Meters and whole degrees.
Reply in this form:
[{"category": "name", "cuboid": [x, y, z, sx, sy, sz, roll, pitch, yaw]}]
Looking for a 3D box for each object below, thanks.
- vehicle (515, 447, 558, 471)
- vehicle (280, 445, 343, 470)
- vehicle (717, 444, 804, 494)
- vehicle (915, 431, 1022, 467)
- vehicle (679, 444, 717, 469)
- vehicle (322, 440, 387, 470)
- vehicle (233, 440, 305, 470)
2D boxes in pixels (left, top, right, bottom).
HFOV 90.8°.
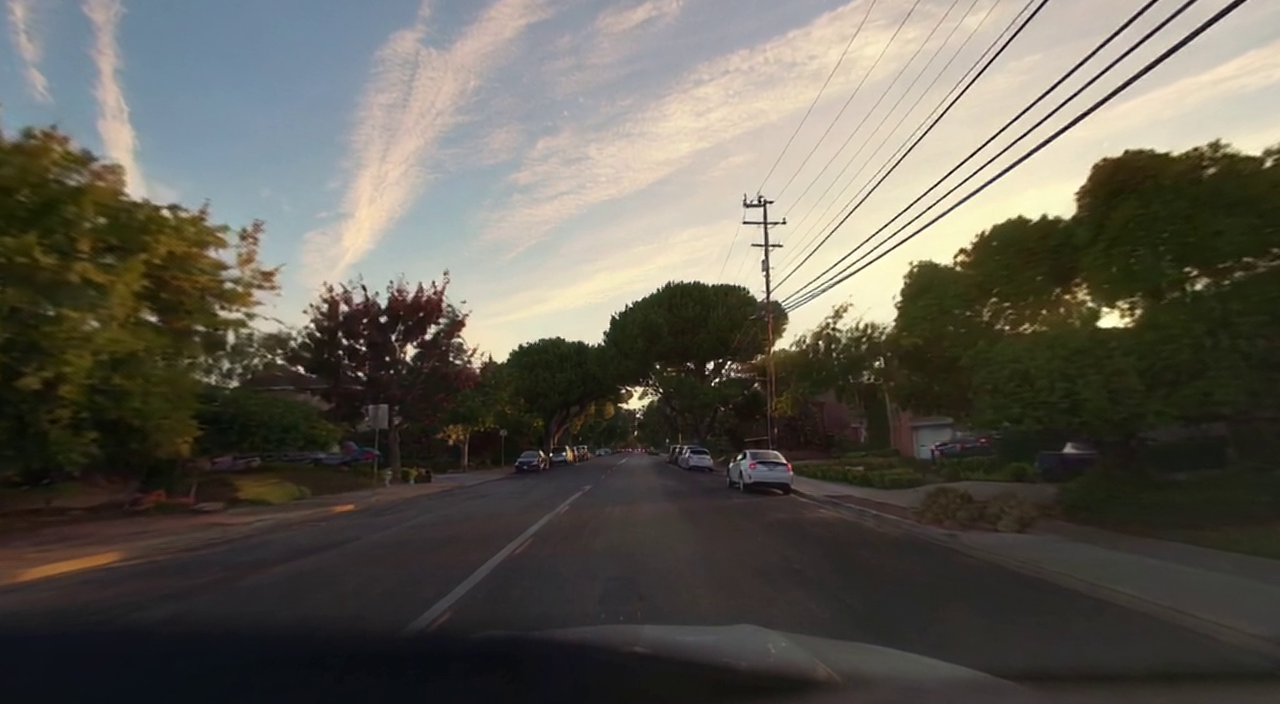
[{"category": "vehicle", "cuboid": [-6.616, 6.886, 40.801, 2.031, 1.454, 4.410, 0, -9, -1]}, {"category": "vehicle", "cuboid": [-20.377, 6.544, 39.375, 1.791, 1.500, 3.846, 0, -9, 1]}, {"category": "vehicle", "cuboid": [3.719, 3.682, 20.239, 1.782, 1.439, 4.037, 0, -9, -3]}, {"category": "vehicle", "cuboid": [16.718, 4.972, 32.321, 4.355, 1.674, 1.914, -1, -9, 1]}, {"category": "vehicle", "cuboid": [3.511, 6.432, 38.890, 1.763, 1.432, 4.323, 0, -9, -2]}, {"category": "vehicle", "cuboid": [-17.987, 6.514, 40.049, 1.925, 1.750, 4.489, 0, -9, 1]}, {"category": "vehicle", "cuboid": [-23.243, 6.481, 39.783, 1.879, 1.761, 4.199, 0, -9, 1]}]
